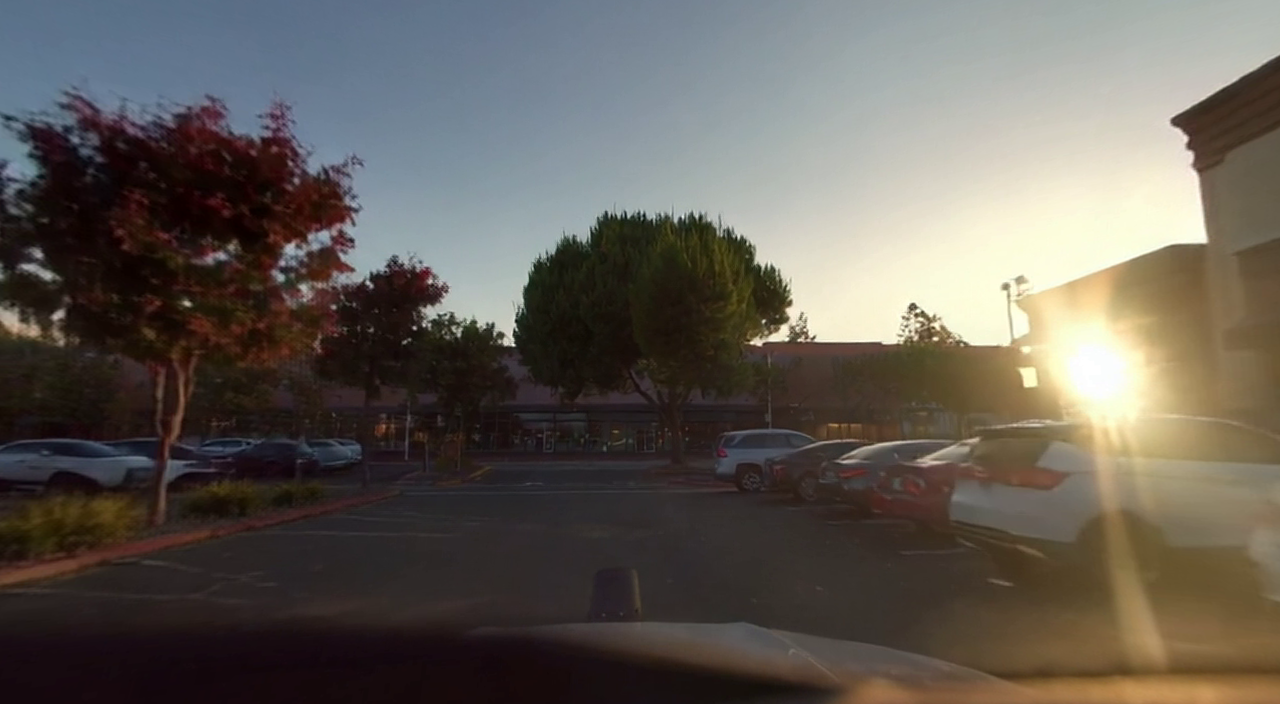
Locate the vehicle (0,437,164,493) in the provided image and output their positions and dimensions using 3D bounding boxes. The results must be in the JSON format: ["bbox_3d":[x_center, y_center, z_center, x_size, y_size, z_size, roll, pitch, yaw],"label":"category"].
[{"bbox_3d":[-17.086,3.305,18.698,4.651,1.494,1.914,6,-10,-36],"label":"vehicle"}]

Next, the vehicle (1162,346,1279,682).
[{"bbox_3d":[5.757,0.864,3.270,4.256,1.876,2.064,0,-8,-3],"label":"vehicle"}]

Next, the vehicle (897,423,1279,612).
[{"bbox_3d":[5.314,1.520,6.426,4.449,1.513,2.087,1,-8,-6],"label":"vehicle"}]
